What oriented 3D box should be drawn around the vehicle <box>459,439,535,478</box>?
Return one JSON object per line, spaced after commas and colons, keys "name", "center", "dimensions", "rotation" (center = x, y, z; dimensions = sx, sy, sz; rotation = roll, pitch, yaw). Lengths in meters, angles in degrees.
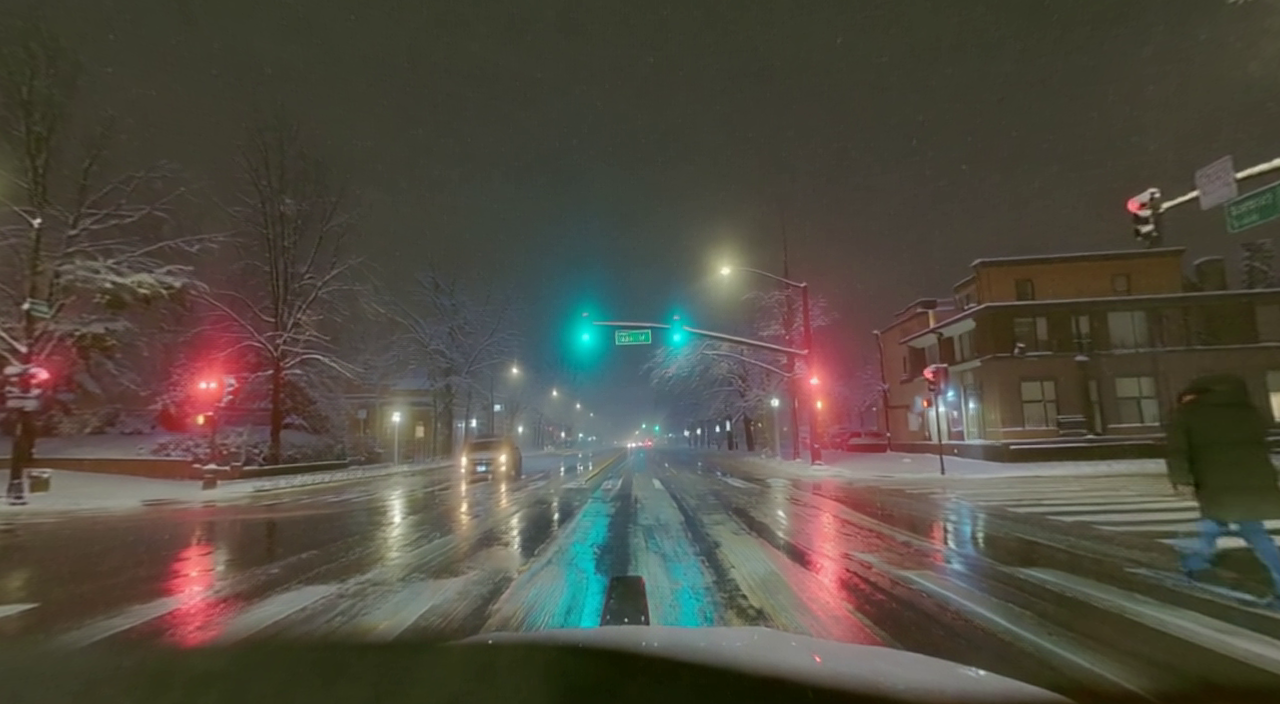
{"name": "vehicle", "center": [-5.888, 4.422, 26.542], "dimensions": [2.127, 1.473, 4.428], "rotation": [0, -8, 1]}
